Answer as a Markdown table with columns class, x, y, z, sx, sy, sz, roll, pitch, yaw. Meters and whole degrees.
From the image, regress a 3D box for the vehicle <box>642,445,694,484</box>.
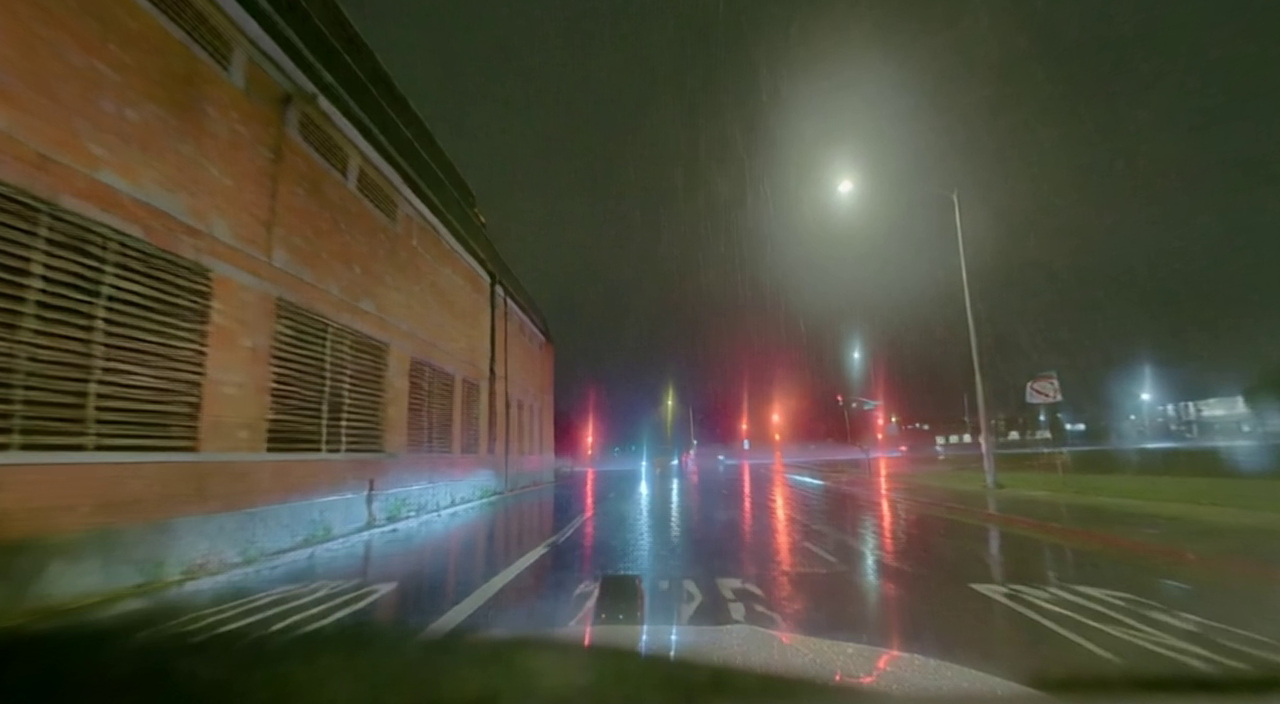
| class | x | y | z | sx | sy | sz | roll | pitch | yaw |
| --- | --- | --- | --- | --- | --- | --- | --- | --- | --- |
| vehicle | 1.292 | 5.230 | 29.577 | 2.218 | 1.657 | 4.551 | -1 | -9 | 2 |
